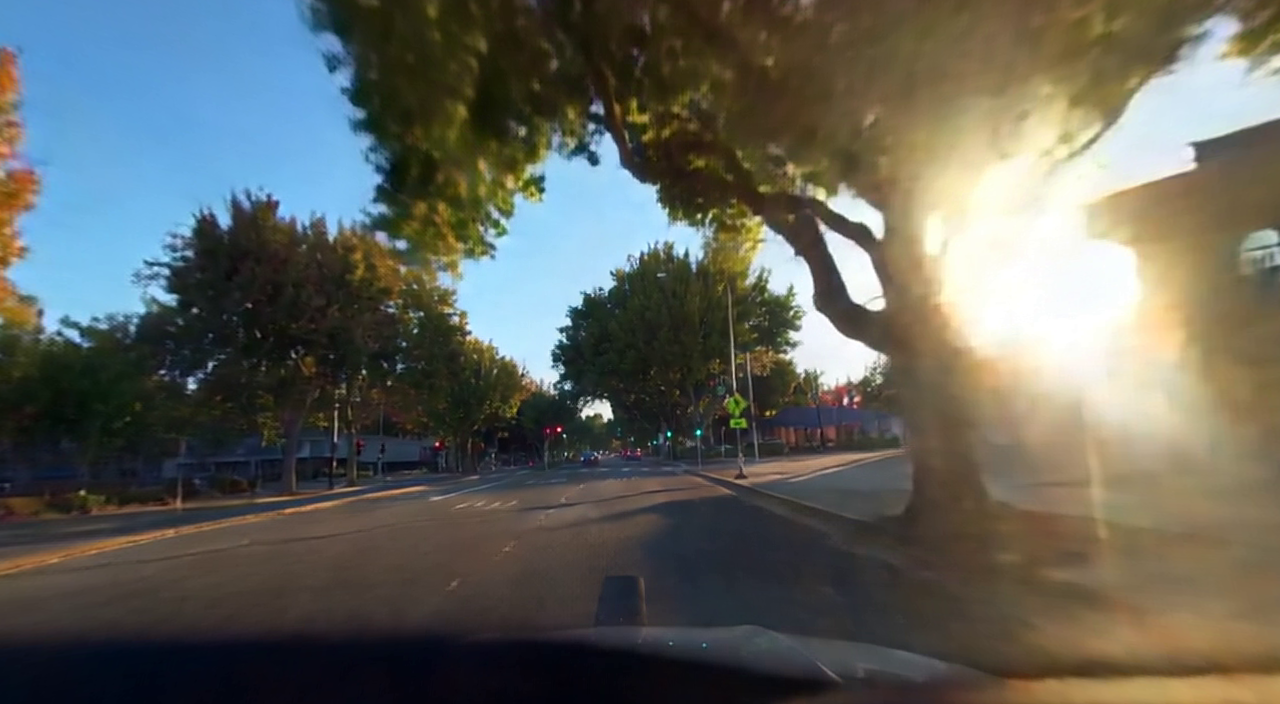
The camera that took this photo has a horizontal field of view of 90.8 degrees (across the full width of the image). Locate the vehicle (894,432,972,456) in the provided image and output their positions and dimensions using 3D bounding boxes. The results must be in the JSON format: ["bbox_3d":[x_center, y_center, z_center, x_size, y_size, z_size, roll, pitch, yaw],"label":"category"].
[{"bbox_3d":[22.868,7.218,49.399,4.902,1.519,2.182,-4,-9,0],"label":"vehicle"}]
